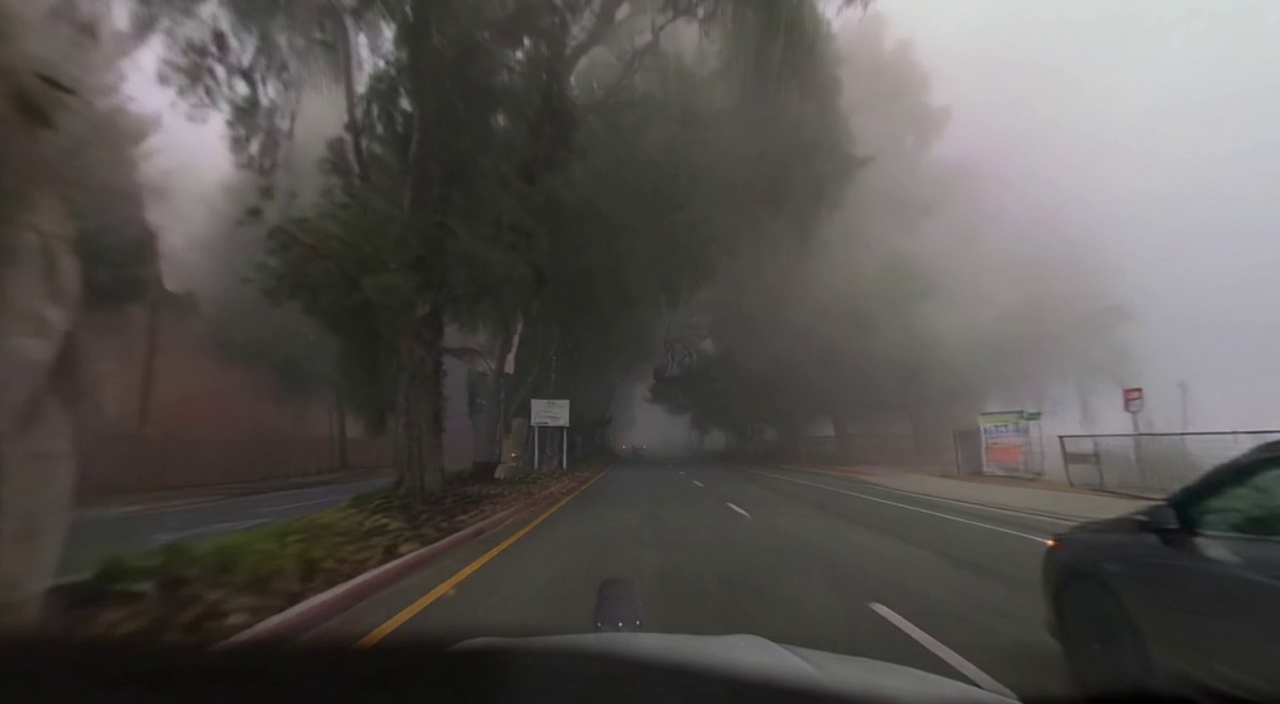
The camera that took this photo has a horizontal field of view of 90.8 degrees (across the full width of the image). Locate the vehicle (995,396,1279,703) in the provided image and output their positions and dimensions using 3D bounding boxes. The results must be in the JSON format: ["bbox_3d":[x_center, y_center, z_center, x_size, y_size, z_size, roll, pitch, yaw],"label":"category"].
[{"bbox_3d":[3.481,0.901,2.174,1.985,1.529,4.316,0,-9,0],"label":"vehicle"}]
